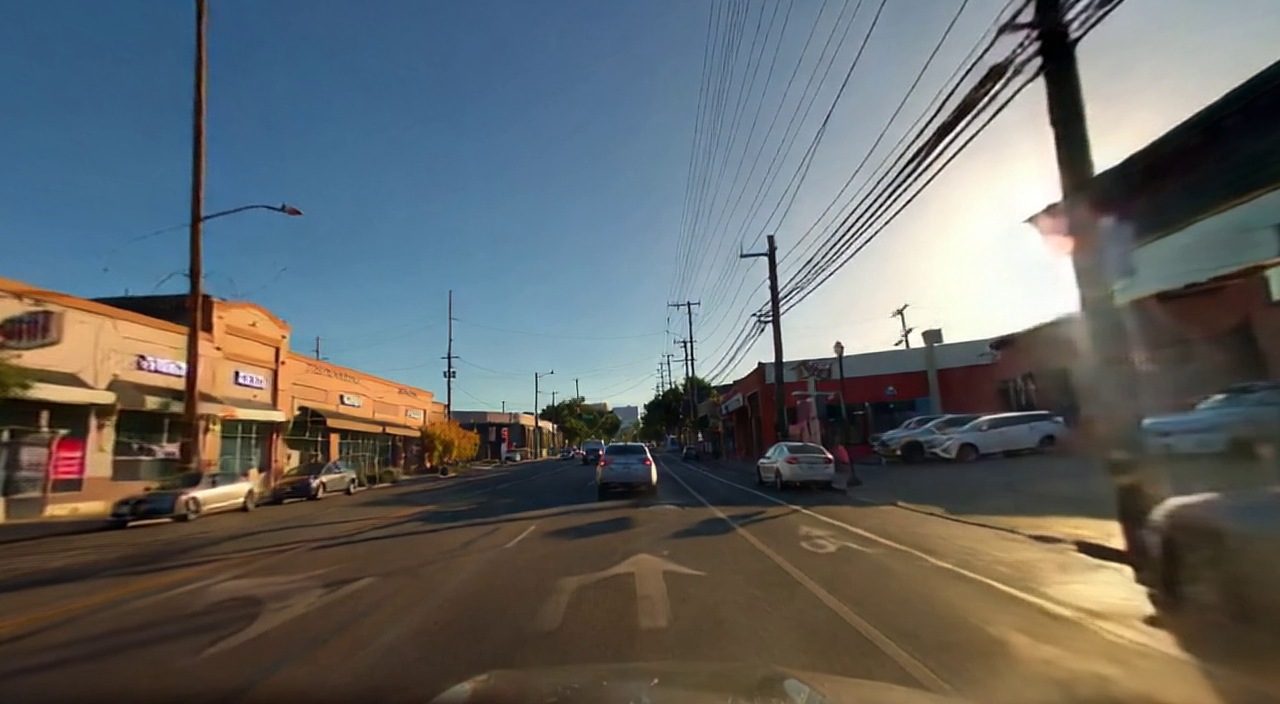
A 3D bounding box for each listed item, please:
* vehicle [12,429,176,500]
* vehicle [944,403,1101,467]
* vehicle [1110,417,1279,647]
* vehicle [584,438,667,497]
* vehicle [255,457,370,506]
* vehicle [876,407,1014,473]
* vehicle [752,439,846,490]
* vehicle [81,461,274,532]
[{"bbox_3d":[-29.639,6.111,34.839,2.665,3.441,7.025,-1,-9,0],"label":"vehicle"},{"bbox_3d":[14.193,3.174,24.004,2.418,2.139,5.365,0,-8,-2],"label":"vehicle"},{"bbox_3d":[5.100,1.004,3.076,1.987,1.459,4.677,0,-8,0],"label":"vehicle"},{"bbox_3d":[-0.391,3.265,18.280,2.116,1.479,3.980,0,-8,-1],"label":"vehicle"},{"bbox_3d":[-11.525,4.545,22.617,1.817,1.480,4.282,0,-8,0],"label":"vehicle"},{"bbox_3d":[11.205,3.323,23.890,2.329,2.145,5.841,0,-8,1],"label":"vehicle"},{"bbox_3d":[5.207,3.735,21.352,1.937,1.523,4.541,0,-8,-1],"label":"vehicle"},{"bbox_3d":[-11.706,3.630,16.458,1.828,1.457,4.371,0,-8,-2],"label":"vehicle"}]
